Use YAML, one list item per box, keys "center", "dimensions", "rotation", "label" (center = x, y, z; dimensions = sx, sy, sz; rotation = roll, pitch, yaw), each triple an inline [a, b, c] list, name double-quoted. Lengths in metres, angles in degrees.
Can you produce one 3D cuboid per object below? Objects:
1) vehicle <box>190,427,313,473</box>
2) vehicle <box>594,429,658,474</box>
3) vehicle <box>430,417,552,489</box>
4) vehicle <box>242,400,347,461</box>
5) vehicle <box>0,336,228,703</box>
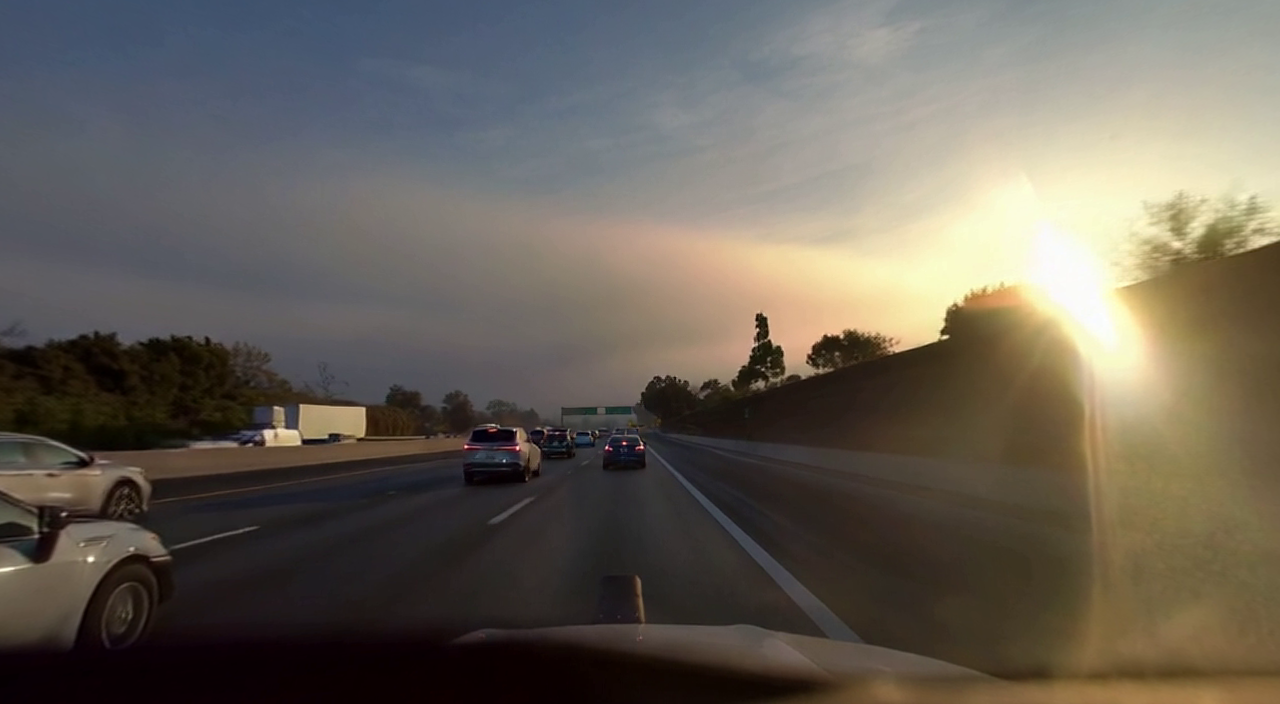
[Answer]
- center: [-15.486, 3.906, 25.435]
  dimensions: [2.078, 1.665, 4.538]
  rotation: [0, -8, 0]
  label: "vehicle"
- center: [-0.481, 3.484, 22.360]
  dimensions: [2.070, 1.452, 3.834]
  rotation: [0, -8, -1]
  label: "vehicle"
- center: [-3.878, 2.718, 17.312]
  dimensions: [2.154, 1.690, 4.595]
  rotation: [0, -8, 1]
  label: "vehicle"
- center: [-24.070, 5.574, 44.356]
  dimensions: [3.143, 3.921, 7.226]
  rotation: [0, -8, 0]
  label: "vehicle"
- center: [-3.759, 0.696, 1.925]
  dimensions: [2.107, 1.703, 4.274]
  rotation: [0, -8, -1]
  label: "vehicle"
